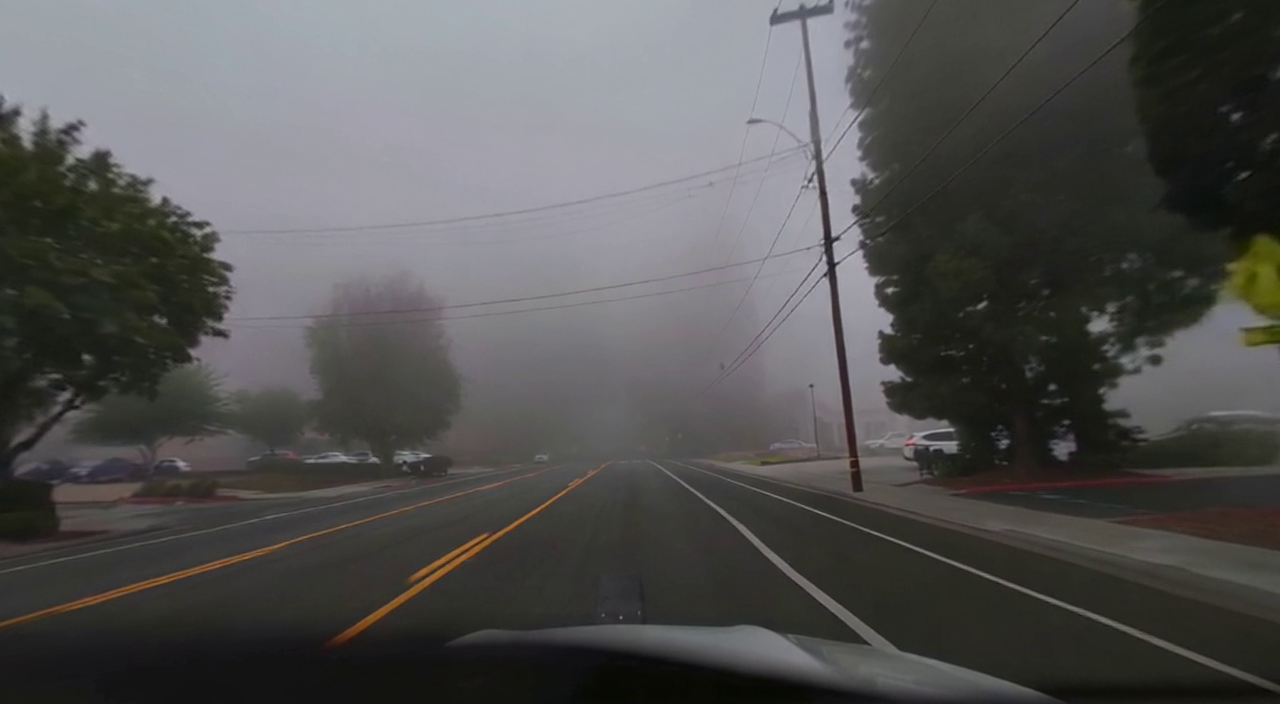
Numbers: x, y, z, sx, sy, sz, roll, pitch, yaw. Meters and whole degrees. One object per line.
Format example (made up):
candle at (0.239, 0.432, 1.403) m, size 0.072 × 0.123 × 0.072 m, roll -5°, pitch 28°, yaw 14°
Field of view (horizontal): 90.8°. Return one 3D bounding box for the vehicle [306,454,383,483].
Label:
vehicle at (-17.356, 6.788, 37.047) m, size 4.708 × 1.472 × 1.994 m, roll -6°, pitch -10°, yaw 35°

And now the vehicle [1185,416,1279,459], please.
vehicle at (23.132, 3.310, 24.299) m, size 4.694 × 1.496 × 1.845 m, roll 5°, pitch -10°, yaw -32°

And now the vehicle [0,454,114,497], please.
vehicle at (-26.685, 5.437, 28.065) m, size 4.511 × 1.731 × 2.022 m, roll 3°, pitch -9°, yaw -22°

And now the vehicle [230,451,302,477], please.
vehicle at (-27.672, 8.261, 46.808) m, size 4.417 × 1.747 × 1.954 m, roll 5°, pitch -10°, yaw -33°

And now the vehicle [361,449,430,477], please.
vehicle at (-16.544, 7.479, 42.753) m, size 4.311 × 1.746 × 1.984 m, roll -5°, pitch -9°, yaw 30°

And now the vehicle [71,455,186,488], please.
vehicle at (-27.278, 6.352, 33.867) m, size 4.272 × 1.613 × 1.855 m, roll 2°, pitch -9°, yaw -14°

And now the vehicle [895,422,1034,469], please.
vehicle at (12.752, 3.707, 25.085) m, size 4.632 × 1.701 × 1.975 m, roll -4°, pitch -9°, yaw 26°
